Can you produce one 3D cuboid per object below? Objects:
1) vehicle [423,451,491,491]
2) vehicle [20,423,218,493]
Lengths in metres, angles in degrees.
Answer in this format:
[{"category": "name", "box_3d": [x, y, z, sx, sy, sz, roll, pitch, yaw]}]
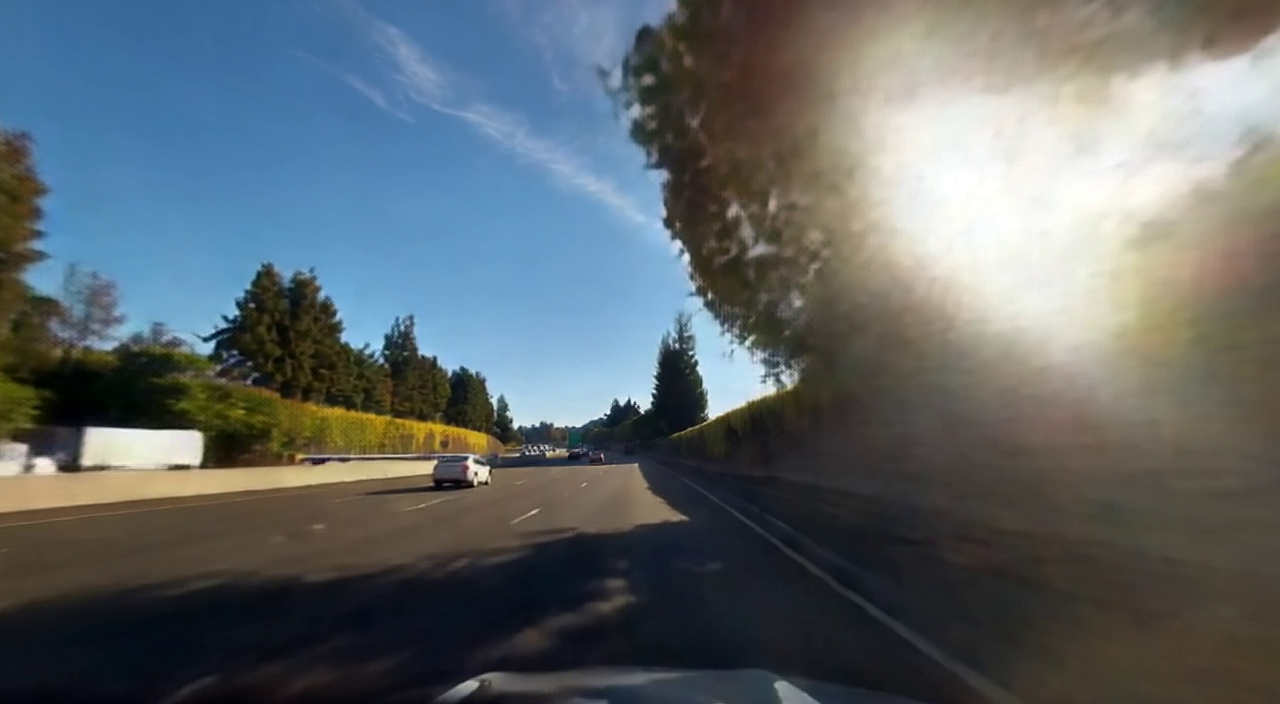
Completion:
[{"category": "vehicle", "box_3d": [-7.587, 4.944, 26.487, 1.742, 1.494, 3.795, 0, -9, -1]}, {"category": "vehicle", "box_3d": [-22.542, 4.654, 27.928, 2.674, 2.663, 7.006, 0, -9, 0]}]
